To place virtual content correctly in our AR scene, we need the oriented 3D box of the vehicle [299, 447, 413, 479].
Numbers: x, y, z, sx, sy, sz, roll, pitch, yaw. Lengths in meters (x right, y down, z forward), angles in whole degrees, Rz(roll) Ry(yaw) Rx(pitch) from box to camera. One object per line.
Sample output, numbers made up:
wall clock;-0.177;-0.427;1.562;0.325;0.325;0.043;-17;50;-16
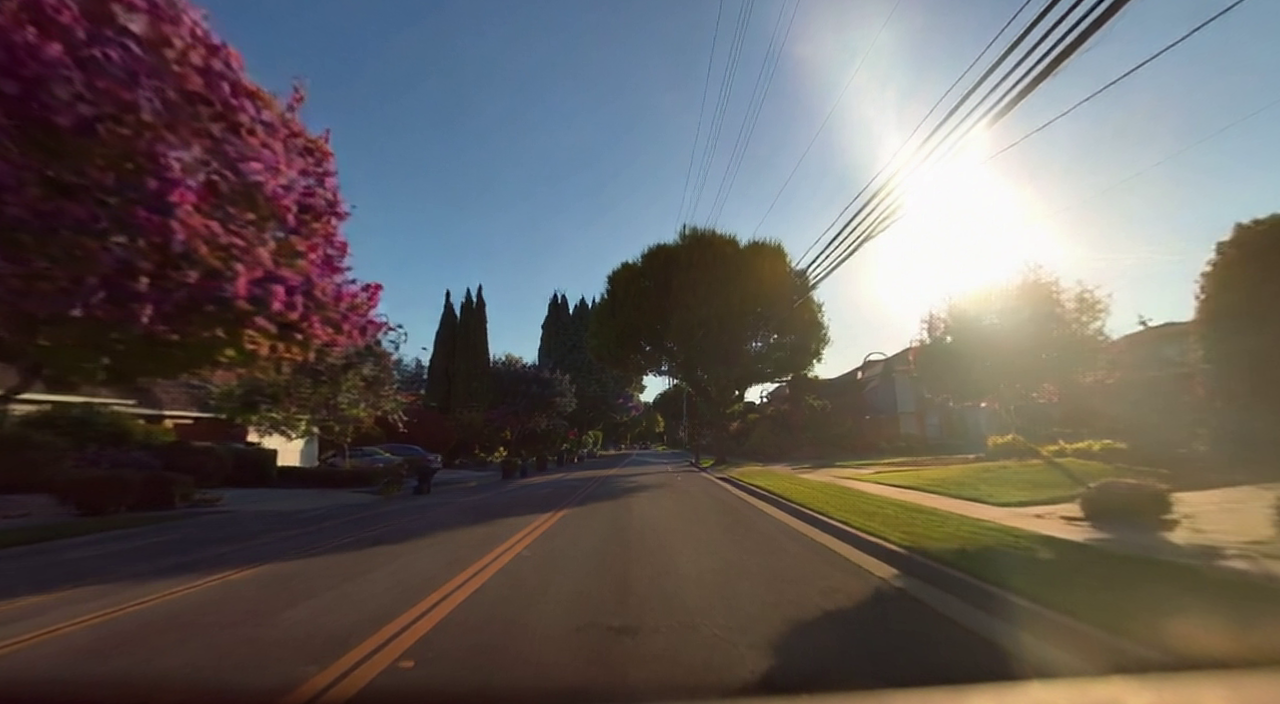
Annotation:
vehicle;-13.915;5.456;31.248;4.554;1.535;2.261;0;-8;-2
